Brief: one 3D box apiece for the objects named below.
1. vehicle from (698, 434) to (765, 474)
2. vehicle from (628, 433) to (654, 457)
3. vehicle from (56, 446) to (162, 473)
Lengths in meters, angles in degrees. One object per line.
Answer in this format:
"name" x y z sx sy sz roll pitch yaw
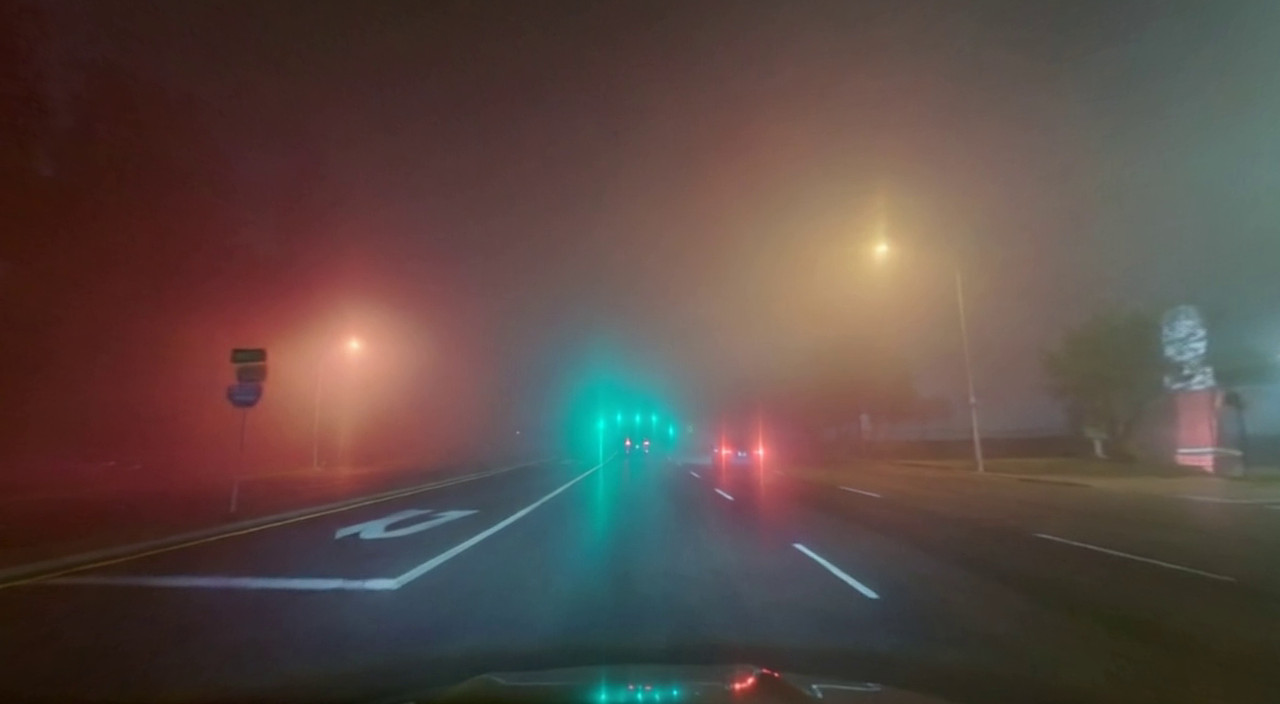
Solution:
"vehicle" 3.643 4.163 26.009 1.948 1.479 4.620 0 -8 -2
"vehicle" 0.054 7.291 49.521 1.988 1.800 4.322 0 -8 0
"vehicle" -30.352 6.141 36.182 4.522 1.474 1.862 -1 -8 4
